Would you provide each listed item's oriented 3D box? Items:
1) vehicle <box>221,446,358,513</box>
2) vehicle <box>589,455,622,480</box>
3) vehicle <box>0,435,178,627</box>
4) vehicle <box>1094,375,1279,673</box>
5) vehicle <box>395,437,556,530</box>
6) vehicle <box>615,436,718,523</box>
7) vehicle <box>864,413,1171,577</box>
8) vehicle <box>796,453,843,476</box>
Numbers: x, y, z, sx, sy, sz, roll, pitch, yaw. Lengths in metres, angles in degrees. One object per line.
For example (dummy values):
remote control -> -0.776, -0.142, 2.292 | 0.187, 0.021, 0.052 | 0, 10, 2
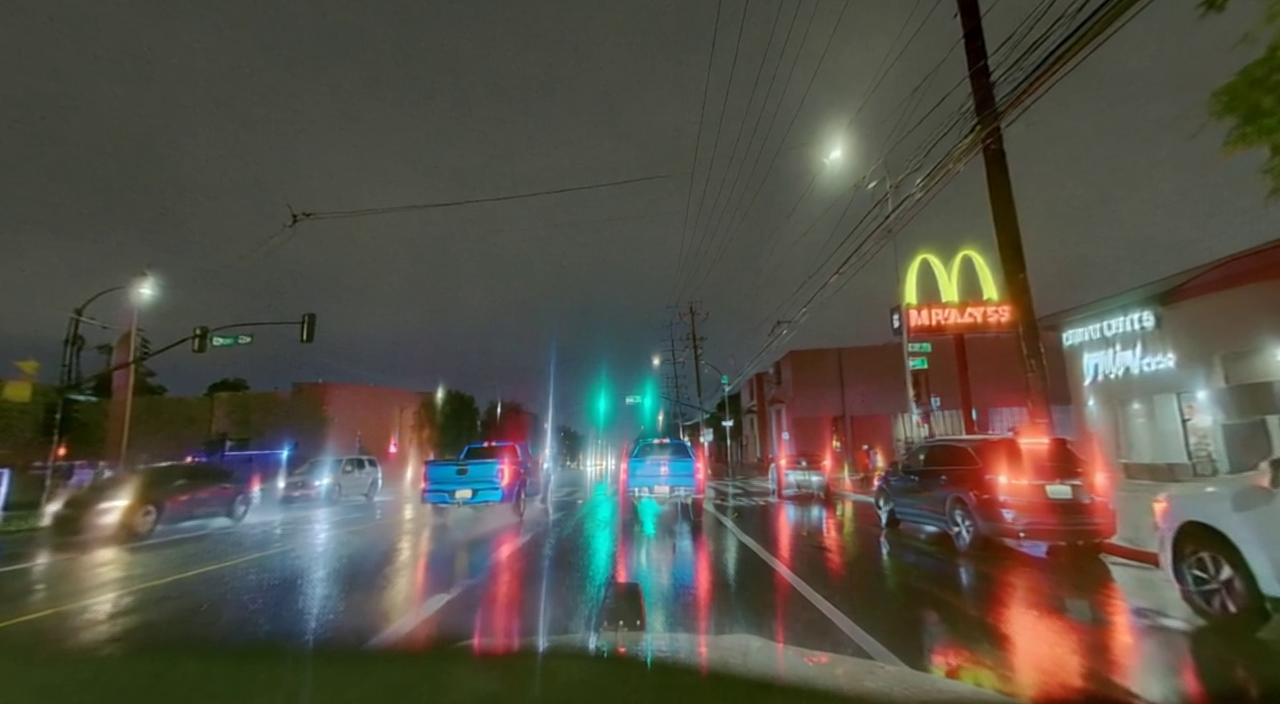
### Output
vehicle -> -11.500, 4.150, 21.153 | 2.133, 1.952, 4.856 | 1, -9, -5
vehicle -> -2.606, 8.896, 48.692 | 2.140, 1.768, 5.092 | 0, -9, 1
vehicle -> -6.228, 1.403, 4.791 | 1.994, 1.551, 4.414 | 0, -9, 1
vehicle -> 4.865, 0.900, 2.848 | 2.007, 1.786, 4.870 | 0, -9, 1
vehicle -> -3.139, 2.615, 13.166 | 1.995, 1.554, 4.618 | 0, -9, 1
vehicle -> 0.796, 2.925, 15.092 | 2.089, 1.699, 4.650 | -1, -9, 7
vehicle -> 5.089, 1.960, 9.490 | 1.974, 1.823, 4.576 | 0, -9, 3
vehicle -> 13.392, 8.394, 47.255 | 2.075, 1.556, 4.585 | 1, -9, -1
